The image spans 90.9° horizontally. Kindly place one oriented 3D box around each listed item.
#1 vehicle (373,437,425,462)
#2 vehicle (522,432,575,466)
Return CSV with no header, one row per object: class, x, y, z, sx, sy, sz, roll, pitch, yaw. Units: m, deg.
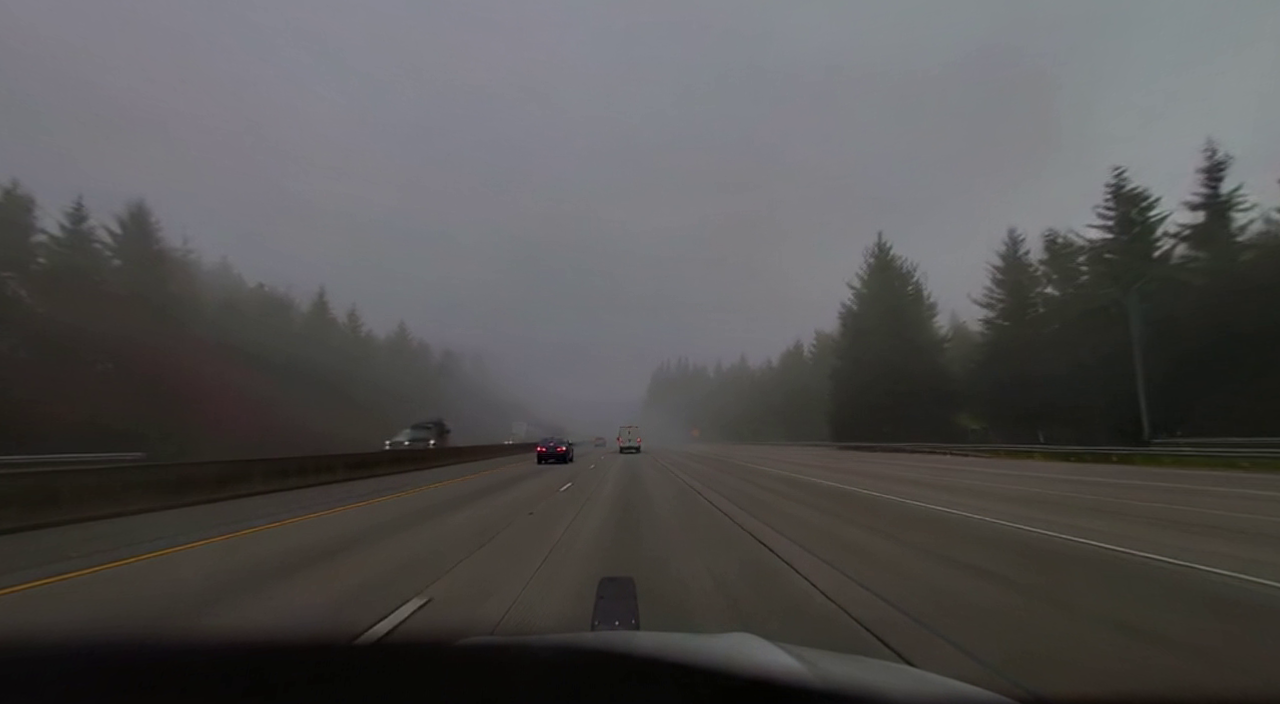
vehicle,-16.962,6.853,44.566,2.020,1.629,4.222,0,-8,0
vehicle,-4.315,4.616,30.184,1.950,1.511,3.965,0,-8,0
